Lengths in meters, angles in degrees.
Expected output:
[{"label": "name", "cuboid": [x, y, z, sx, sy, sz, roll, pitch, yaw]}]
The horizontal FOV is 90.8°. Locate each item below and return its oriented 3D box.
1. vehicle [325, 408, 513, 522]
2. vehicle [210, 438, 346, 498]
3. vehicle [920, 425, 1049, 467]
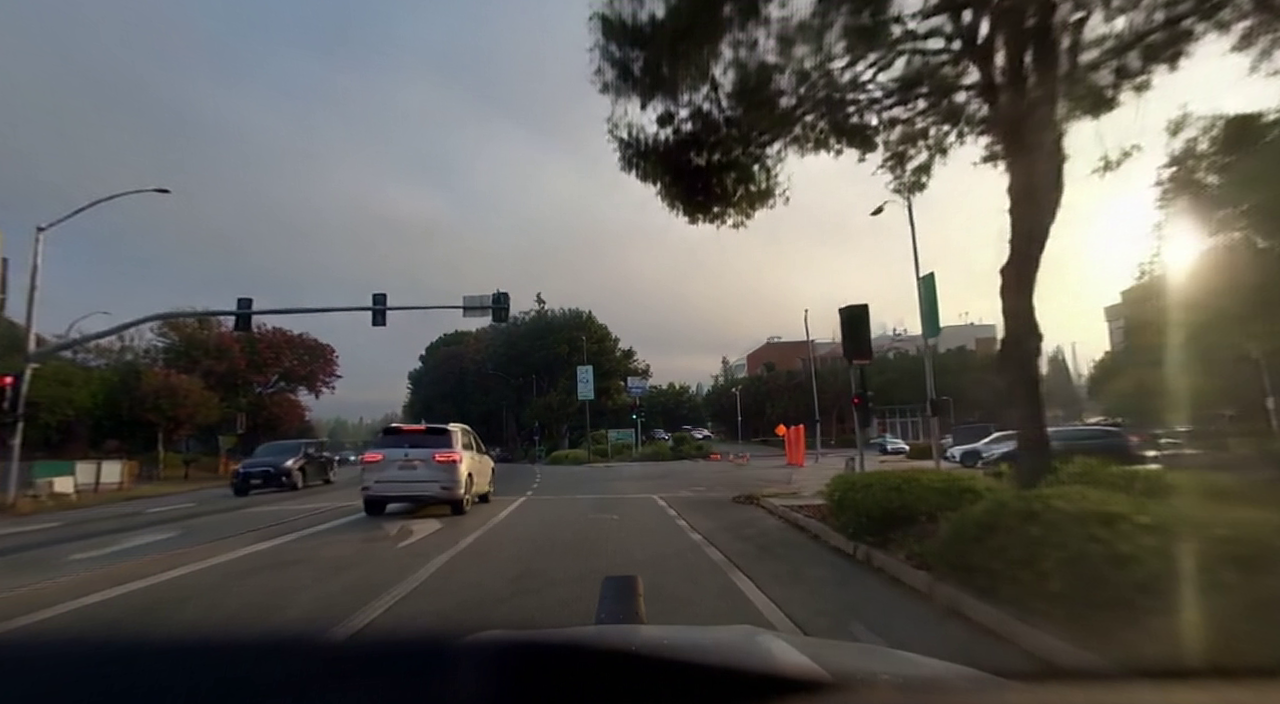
[{"label": "vehicle", "cuboid": [-4.046, 2.188, 12.709, 2.134, 1.799, 5.082, 0, -9, -3]}, {"label": "vehicle", "cuboid": [-12.079, 3.859, 21.550, 2.433, 1.784, 4.681, 1, -9, -9]}, {"label": "vehicle", "cuboid": [15.569, 4.304, 28.906, 4.857, 1.803, 2.147, -4, -9, 21]}]
